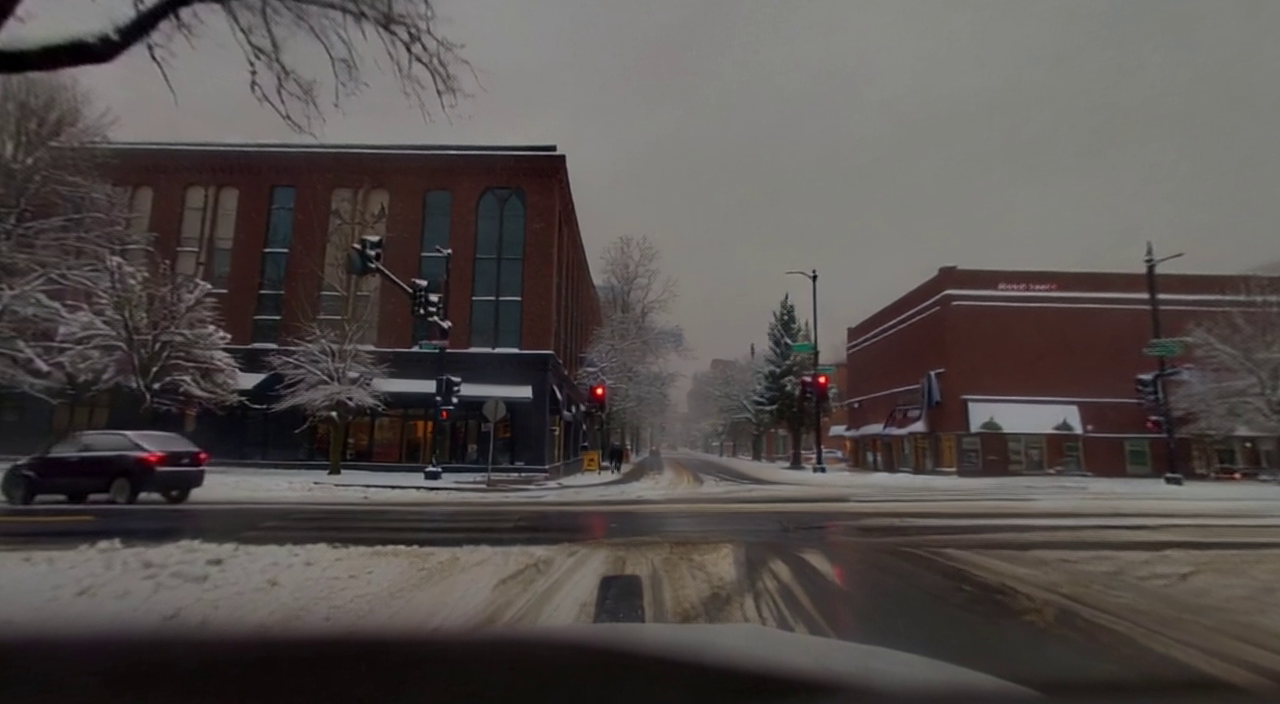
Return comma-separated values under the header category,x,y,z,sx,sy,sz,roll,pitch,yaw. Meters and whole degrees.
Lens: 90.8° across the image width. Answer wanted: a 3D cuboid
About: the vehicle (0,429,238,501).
category,x,y,z,sx,sy,sz,roll,pitch,yaw
vehicle,-12.142,2.588,14.663,4.459,1.482,2.106,-2,-9,12
